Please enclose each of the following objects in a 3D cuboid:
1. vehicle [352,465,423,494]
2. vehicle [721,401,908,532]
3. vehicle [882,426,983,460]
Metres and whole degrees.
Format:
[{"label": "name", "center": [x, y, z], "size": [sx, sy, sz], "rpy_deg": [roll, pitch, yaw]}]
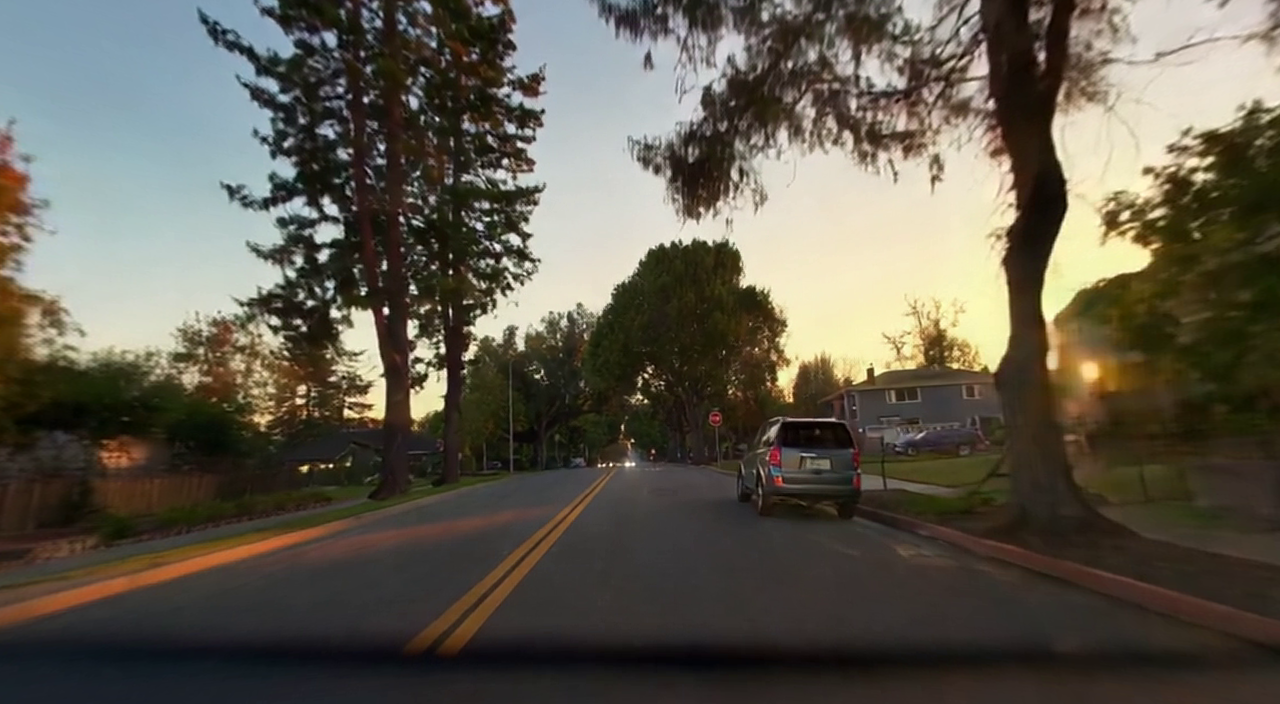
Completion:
[{"label": "vehicle", "center": [-18.103, 9.145, 45.299], "size": [4.274, 1.626, 2.093], "rpy_deg": [-6, -10, 10]}, {"label": "vehicle", "center": [2.832, 2.009, 11.492], "size": [2.109, 1.875, 4.488], "rpy_deg": [-1, -9, 0]}, {"label": "vehicle", "center": [17.204, 5.397, 37.370], "size": [4.982, 1.874, 2.133], "rpy_deg": [-3, -9, 13]}]
